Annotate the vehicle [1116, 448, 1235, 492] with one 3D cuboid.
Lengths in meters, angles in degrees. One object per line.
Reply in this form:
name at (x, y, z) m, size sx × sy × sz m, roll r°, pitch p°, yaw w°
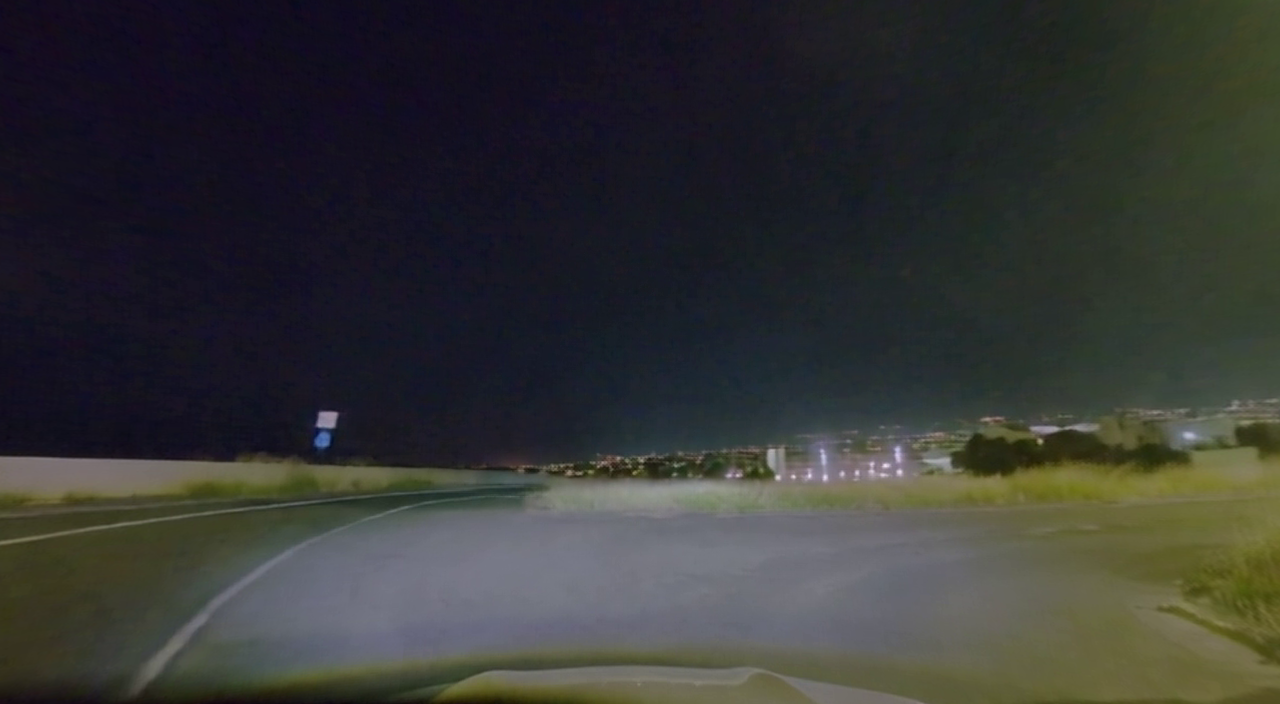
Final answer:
vehicle at (21.629, 4.838, 25.681) m, size 1.944 × 1.608 × 3.715 m, roll -1°, pitch -12°, yaw 10°
